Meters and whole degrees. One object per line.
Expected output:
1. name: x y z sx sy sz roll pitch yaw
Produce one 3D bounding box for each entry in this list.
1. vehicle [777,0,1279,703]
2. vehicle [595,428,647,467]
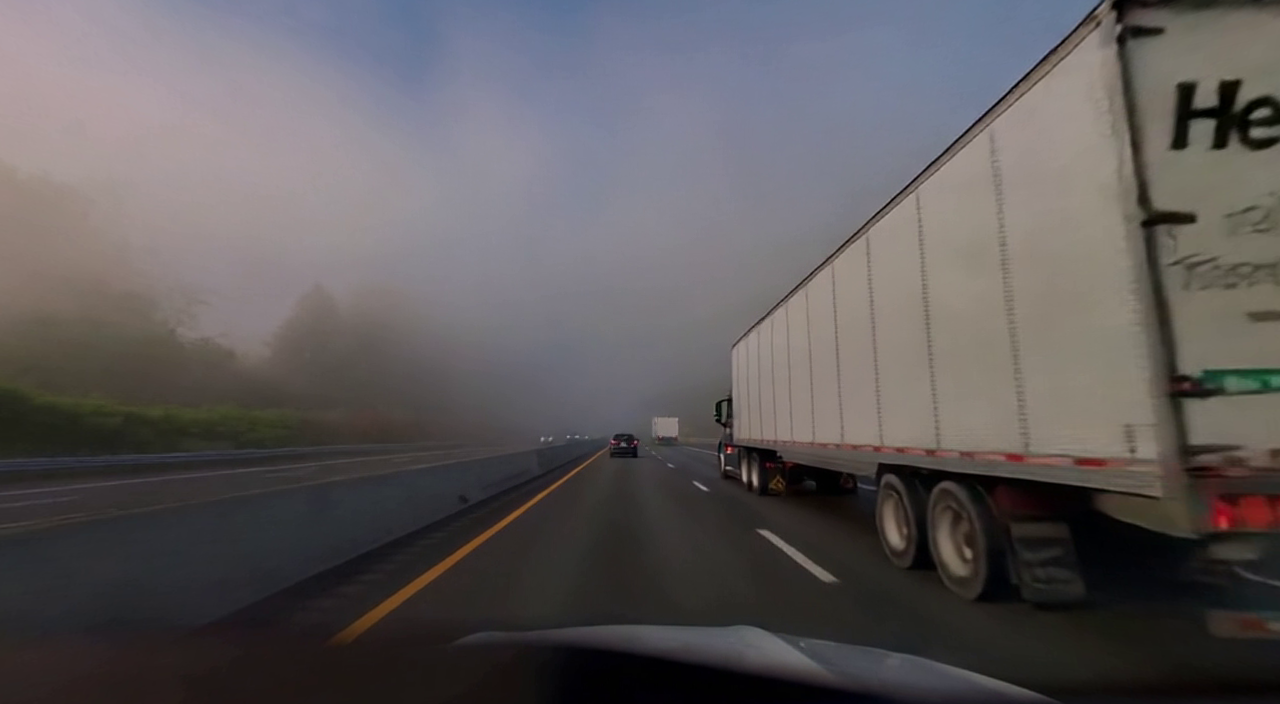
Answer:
1. vehicle: 4.190 0.261 7.335 2.853 4.038 9.832 0 -8 -1
2. vehicle: -0.805 4.103 27.305 2.095 1.557 3.963 0 -8 -1
